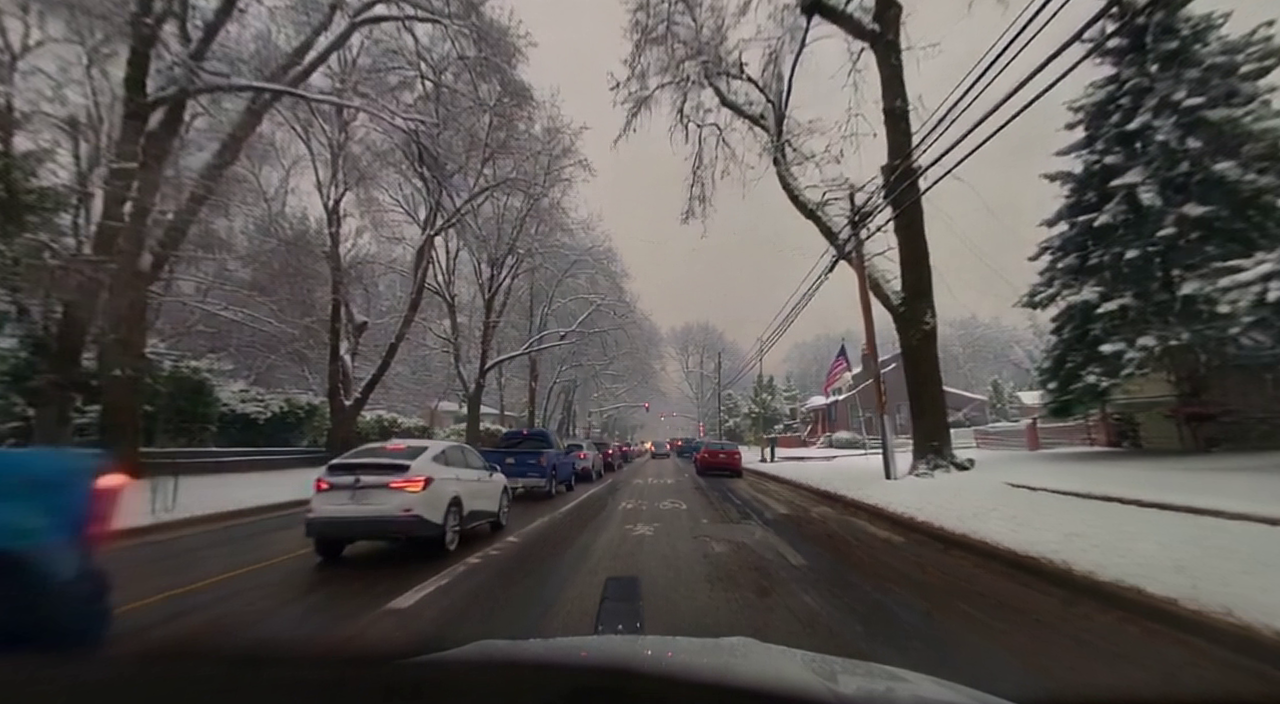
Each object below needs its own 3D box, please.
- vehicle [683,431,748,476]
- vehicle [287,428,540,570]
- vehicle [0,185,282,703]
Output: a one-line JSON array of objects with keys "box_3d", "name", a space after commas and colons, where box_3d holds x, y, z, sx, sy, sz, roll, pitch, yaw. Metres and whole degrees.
[{"box_3d": [3.026, 4.199, 26.386, 2.258, 1.682, 4.635, 0, -8, 2], "name": "vehicle"}, {"box_3d": [-2.740, 1.859, 8.752, 1.807, 1.475, 3.952, -1, -8, 4], "name": "vehicle"}, {"box_3d": [-3.144, 0.358, 0.651, 2.405, 2.058, 5.193, 0, -8, 1], "name": "vehicle"}]
